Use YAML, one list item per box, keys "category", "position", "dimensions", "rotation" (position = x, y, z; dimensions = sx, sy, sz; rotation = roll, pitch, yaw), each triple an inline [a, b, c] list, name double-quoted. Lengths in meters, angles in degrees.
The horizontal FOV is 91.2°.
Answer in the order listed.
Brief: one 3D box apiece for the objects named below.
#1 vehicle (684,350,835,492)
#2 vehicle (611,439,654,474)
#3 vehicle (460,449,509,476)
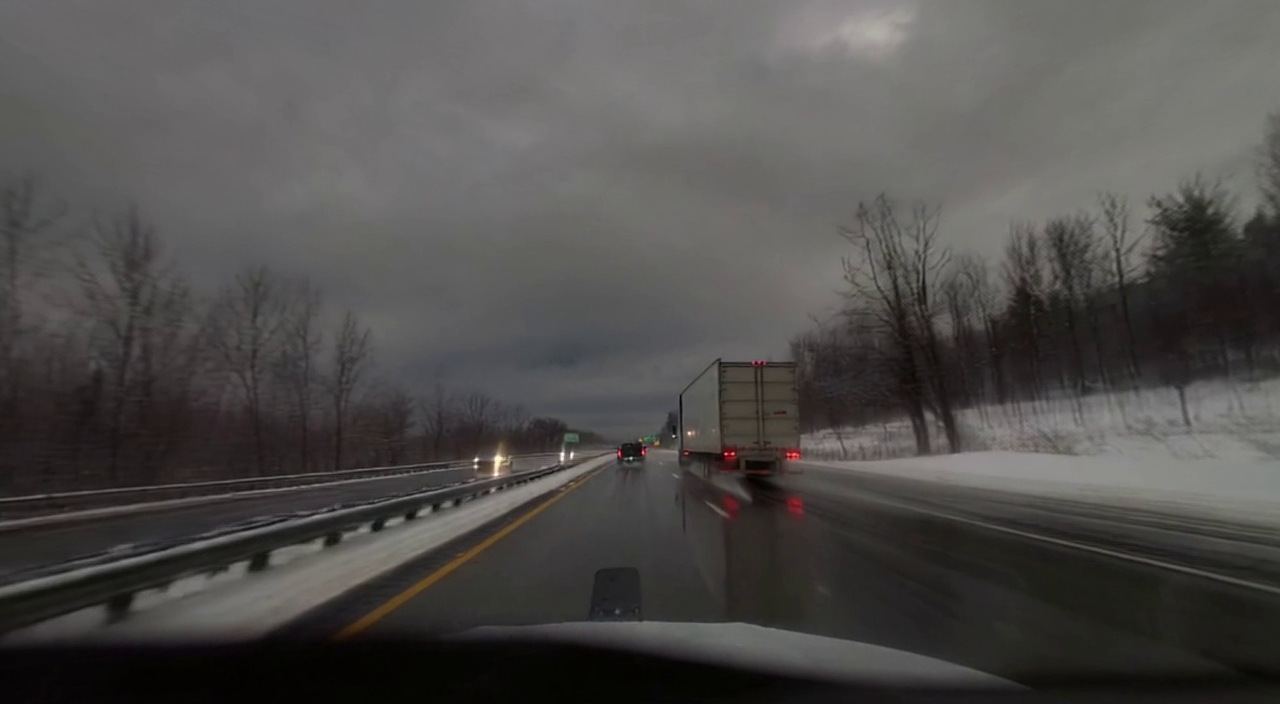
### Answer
- category: "vehicle"
  position: [3.891, 2.970, 24.841]
  dimensions: [3.068, 4.042, 13.787]
  rotation: [0, -9, -1]
- category: "vehicle"
  position: [-0.399, 5.472, 33.141]
  dimensions: [2.151, 1.693, 4.201]
  rotation: [0, -9, 0]
- category: "vehicle"
  position: [-9.347, 6.682, 38.003]
  dimensions: [1.994, 1.505, 4.005]
  rotation: [0, -9, -1]
